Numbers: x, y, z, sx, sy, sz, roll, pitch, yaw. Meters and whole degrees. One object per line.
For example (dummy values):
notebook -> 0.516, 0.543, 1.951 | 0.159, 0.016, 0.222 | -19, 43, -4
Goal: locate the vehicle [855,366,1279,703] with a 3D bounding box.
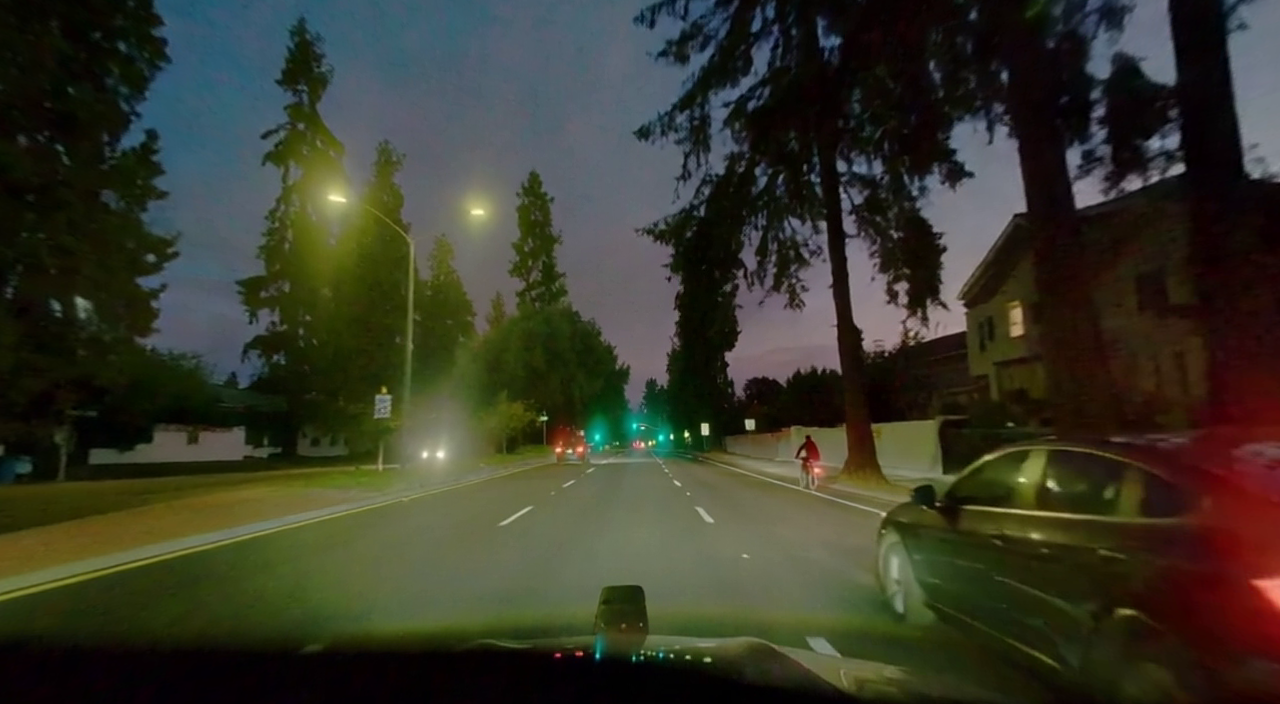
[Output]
vehicle -> 2.815, 0.964, 2.898 | 1.992, 1.511, 4.464 | 0, -8, -1

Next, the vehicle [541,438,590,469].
vehicle -> -3.851, 5.312, 33.207 | 2.011, 1.480, 4.517 | 0, -8, 0
